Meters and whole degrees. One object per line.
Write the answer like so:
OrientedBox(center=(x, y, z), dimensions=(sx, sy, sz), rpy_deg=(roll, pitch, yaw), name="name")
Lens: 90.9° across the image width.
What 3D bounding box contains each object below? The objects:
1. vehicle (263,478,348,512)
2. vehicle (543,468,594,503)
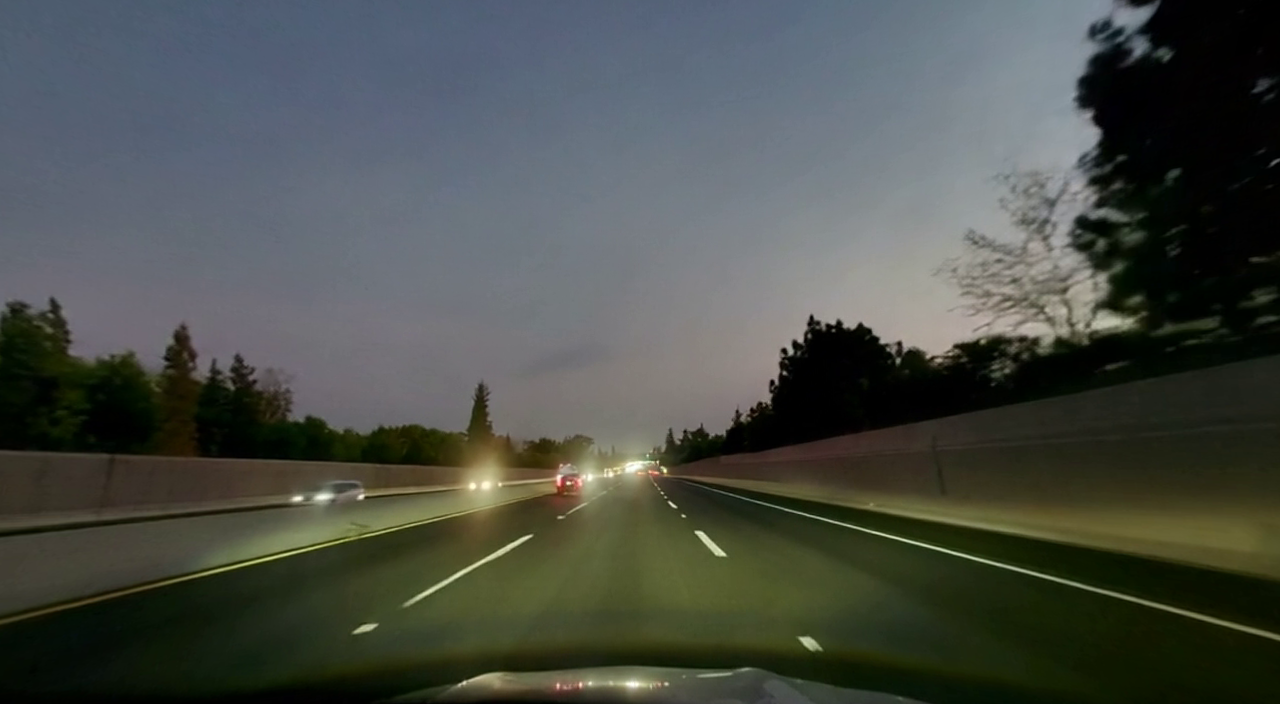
OrientedBox(center=(-16.625, 7.111, 31.616), dimensions=(1.788, 1.463, 4.519), rpy_deg=(1, -11, 0), name="vehicle")
OrientedBox(center=(-3.268, 6.182, 29.393), dimensions=(1.863, 1.486, 3.852), rpy_deg=(1, -10, 0), name="vehicle")
